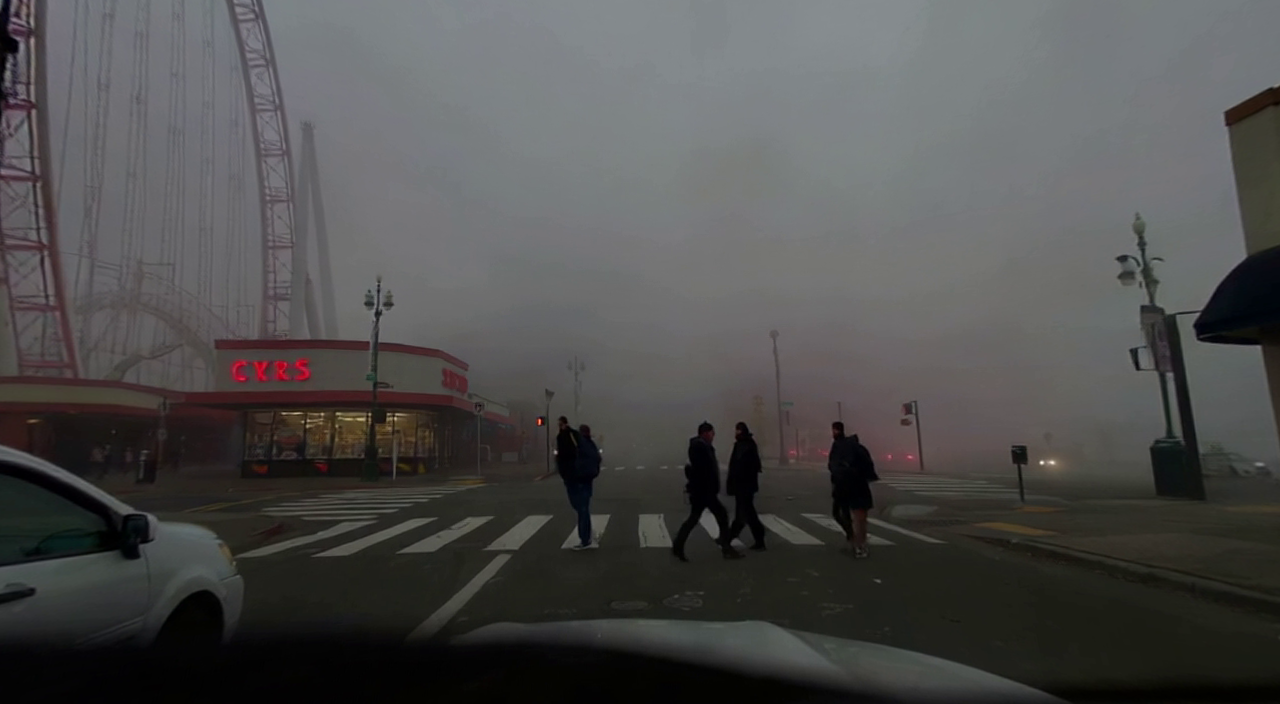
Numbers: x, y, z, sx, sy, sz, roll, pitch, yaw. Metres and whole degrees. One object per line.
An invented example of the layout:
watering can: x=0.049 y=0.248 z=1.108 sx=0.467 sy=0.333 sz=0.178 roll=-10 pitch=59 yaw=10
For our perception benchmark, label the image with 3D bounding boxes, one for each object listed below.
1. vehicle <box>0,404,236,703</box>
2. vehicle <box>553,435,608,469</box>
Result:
vehicle: x=-3.376 y=0.789 z=1.188 sx=1.940 sy=1.505 sz=4.676 roll=-1 pitch=-9 yaw=3
vehicle: x=-3.910 y=6.364 z=40.259 sx=2.549 sy=2.000 sz=5.699 roll=2 pitch=-9 yaw=-15
